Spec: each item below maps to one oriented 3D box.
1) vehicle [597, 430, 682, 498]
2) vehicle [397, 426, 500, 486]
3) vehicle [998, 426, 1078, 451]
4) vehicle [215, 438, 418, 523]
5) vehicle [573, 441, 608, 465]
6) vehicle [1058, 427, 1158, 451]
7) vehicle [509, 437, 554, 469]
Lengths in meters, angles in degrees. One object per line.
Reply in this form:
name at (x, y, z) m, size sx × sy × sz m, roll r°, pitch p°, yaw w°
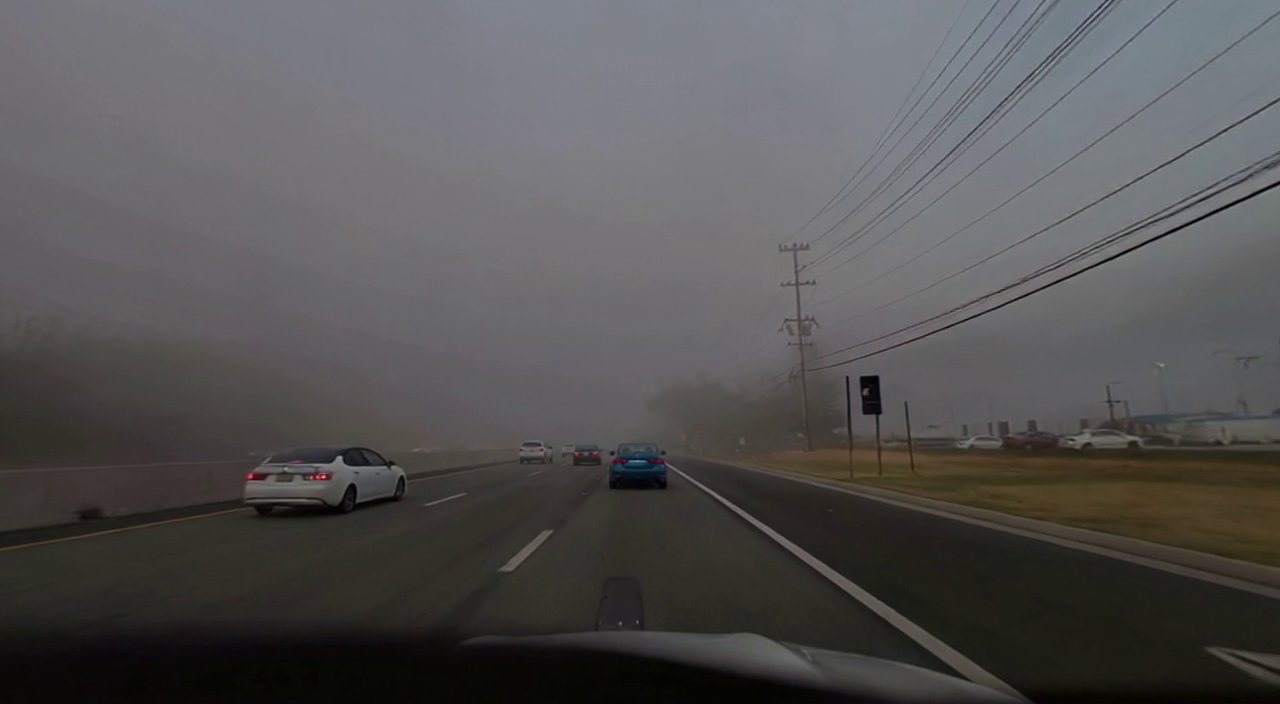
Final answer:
vehicle at (-0.044, 3.110, 17.929) m, size 2.140 × 1.653 × 4.108 m, roll 0°, pitch -8°, yaw -1°
vehicle at (-6.730, 3.710, 22.896) m, size 2.144 × 1.905 × 4.967 m, roll 0°, pitch -8°, yaw 0°
vehicle at (29.567, 6.440, 47.029) m, size 4.554 × 1.761 × 2.095 m, roll 0°, pitch -8°, yaw 0°
vehicle at (-6.542, 2.613, 13.496) m, size 1.900 × 1.483 × 4.547 m, roll 0°, pitch -8°, yaw 1°
vehicle at (-3.273, 6.829, 42.706) m, size 2.055 × 1.510 × 3.961 m, roll 0°, pitch -8°, yaw 0°
vehicle at (29.638, 5.536, 40.093) m, size 4.674 × 1.485 × 1.874 m, roll -1°, pitch -8°, yaw 6°
vehicle at (-6.346, 5.958, 37.316) m, size 1.914 × 1.756 × 4.179 m, roll 0°, pitch -8°, yaw 0°
